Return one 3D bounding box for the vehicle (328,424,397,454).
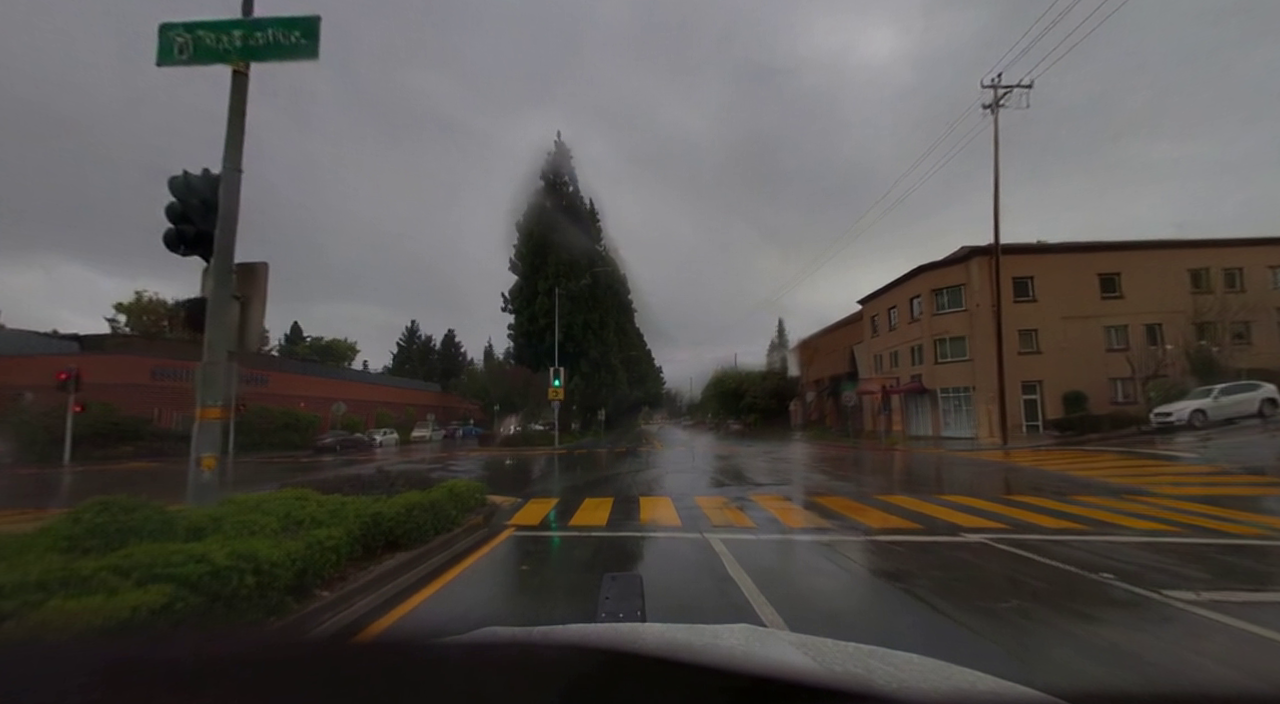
[{"bbox_3d":[-18.342,5.826,42.094,2.225,1.871,5.189,0,-9,0],"label":"vehicle"}]

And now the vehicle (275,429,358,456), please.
[{"bbox_3d":[-18.129,5.150,35.759,1.939,1.430,5.533,0,-9,-2],"label":"vehicle"}]

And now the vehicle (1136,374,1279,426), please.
[{"bbox_3d":[22.309,1.825,24.573,4.531,1.753,1.964,-2,-2,-5],"label":"vehicle"}]
